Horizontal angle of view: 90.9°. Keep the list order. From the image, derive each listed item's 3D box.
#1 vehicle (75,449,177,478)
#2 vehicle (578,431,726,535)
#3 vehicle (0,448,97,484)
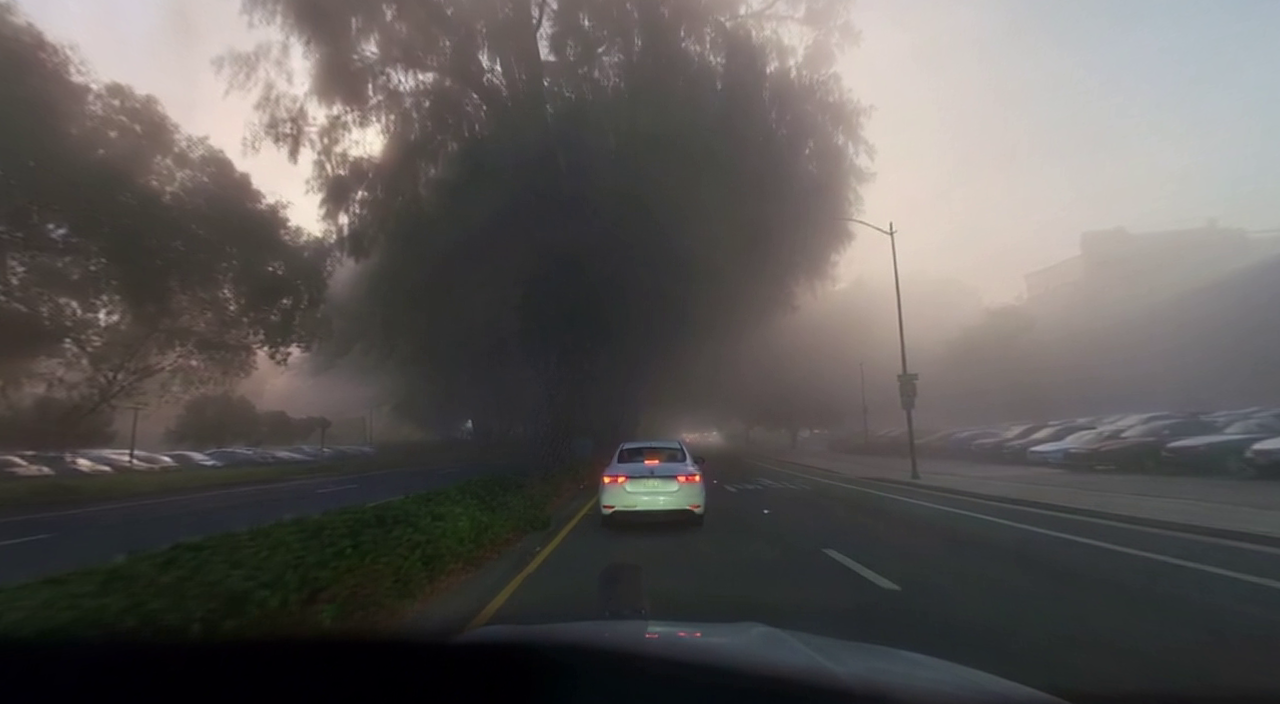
[{"bbox_3d":[-30.049,6.523,36.918,4.342,1.621,1.967,-1,-8,4],"label":"vehicle"},{"bbox_3d":[0.131,2.152,10.959,2.093,1.442,3.977,0,-8,-1],"label":"vehicle"},{"bbox_3d":[-30.279,5.723,31.667,4.266,1.600,1.877,-3,-8,-2],"label":"vehicle"}]
